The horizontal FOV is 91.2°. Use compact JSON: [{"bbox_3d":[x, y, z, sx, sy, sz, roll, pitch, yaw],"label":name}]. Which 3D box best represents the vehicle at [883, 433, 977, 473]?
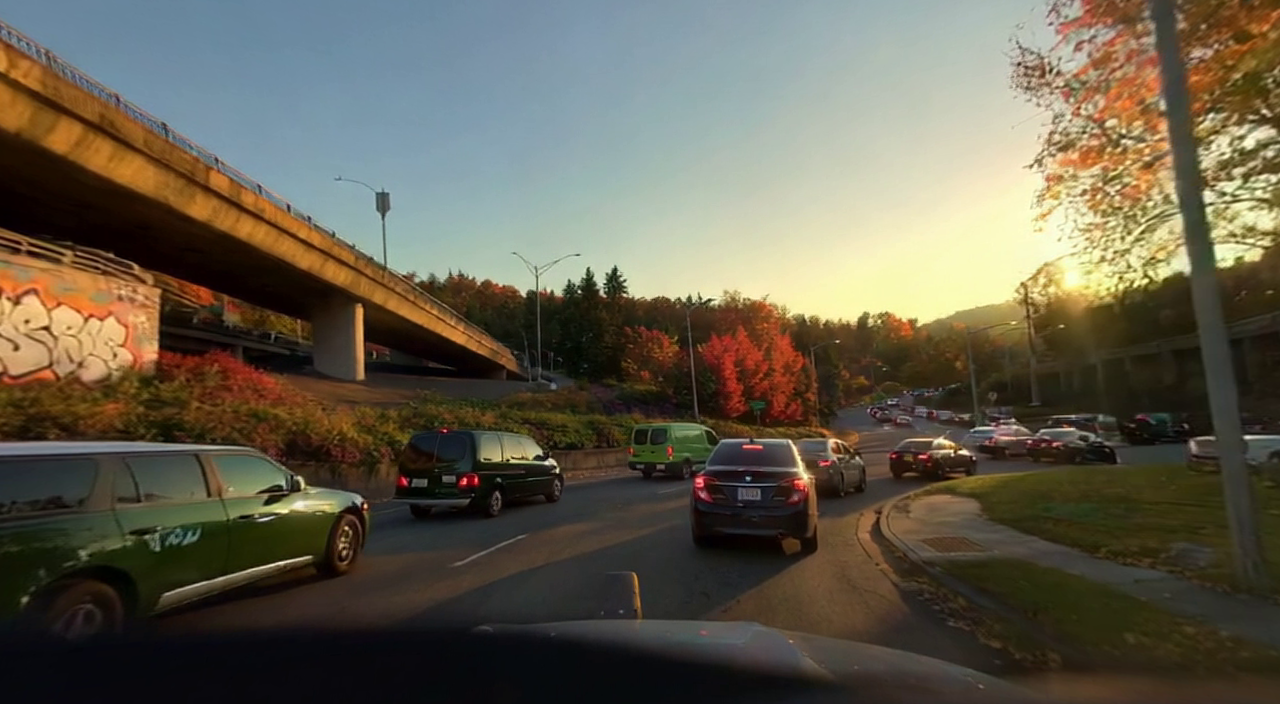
[{"bbox_3d":[11.481,3.977,24.708,3.902,1.446,1.780,7,-12,-40],"label":"vehicle"}]

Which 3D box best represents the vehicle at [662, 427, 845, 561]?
[{"bbox_3d":[1.882,1.966,9.358,2.064,1.515,3.722,-4,-9,19],"label":"vehicle"}]

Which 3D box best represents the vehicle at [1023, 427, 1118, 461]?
[{"bbox_3d":[19.959,4.275,29.055,3.934,1.485,1.763,4,-10,-25],"label":"vehicle"}]

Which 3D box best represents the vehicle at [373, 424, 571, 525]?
[{"bbox_3d":[-2.944,2.269,12.057,1.921,1.554,4.081,-3,-9,13],"label":"vehicle"}]
